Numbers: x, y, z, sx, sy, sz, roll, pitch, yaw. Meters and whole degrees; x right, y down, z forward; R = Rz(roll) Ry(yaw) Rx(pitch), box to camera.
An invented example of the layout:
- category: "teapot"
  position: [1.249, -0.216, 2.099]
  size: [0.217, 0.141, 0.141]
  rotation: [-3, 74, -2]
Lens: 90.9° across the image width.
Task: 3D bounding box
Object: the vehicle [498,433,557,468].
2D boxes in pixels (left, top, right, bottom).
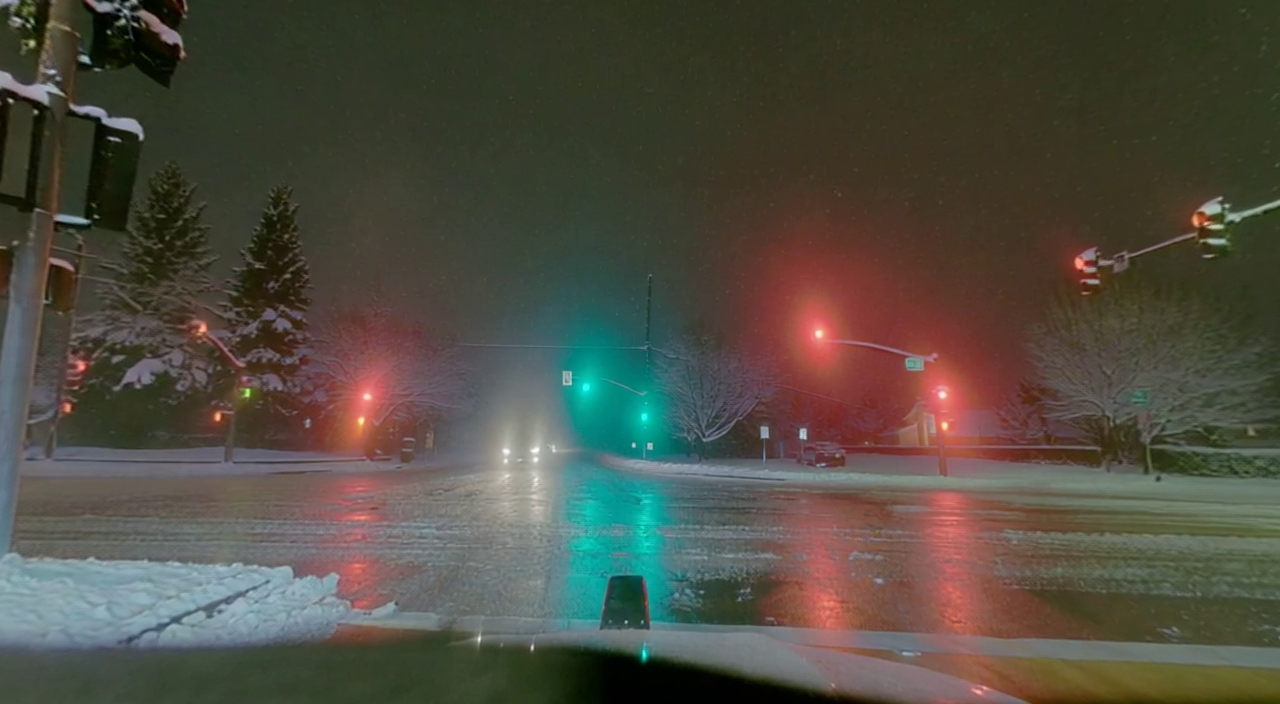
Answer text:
- category: "vehicle"
  position: [-6.091, 5.440, 34.972]
  size: [2.234, 1.796, 5.416]
  rotation: [0, -8, 1]
